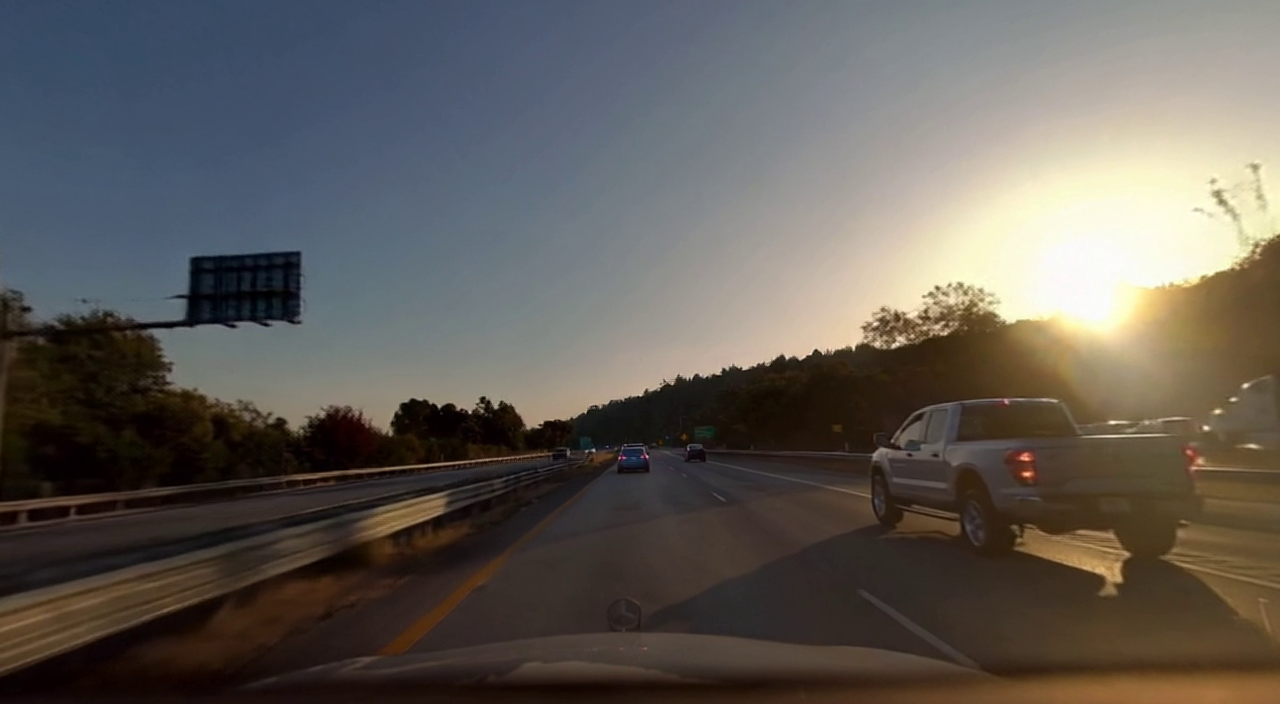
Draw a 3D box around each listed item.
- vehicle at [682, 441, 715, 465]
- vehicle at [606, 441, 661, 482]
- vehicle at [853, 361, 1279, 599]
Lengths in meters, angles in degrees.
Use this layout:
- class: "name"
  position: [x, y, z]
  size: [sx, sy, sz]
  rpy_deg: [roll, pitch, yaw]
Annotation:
- class: "vehicle"
  position: [4.060, 7.066, 44.068]
  size: [1.936, 1.589, 3.915]
  rpy_deg: [0, -9, -1]
- class: "vehicle"
  position: [-0.257, 4.360, 25.179]
  size: [2.029, 1.483, 3.769]
  rpy_deg: [0, -9, 0]
- class: "vehicle"
  position: [4.593, 1.409, 7.621]
  size: [2.261, 1.952, 4.784]
  rpy_deg: [0, -9, 0]
